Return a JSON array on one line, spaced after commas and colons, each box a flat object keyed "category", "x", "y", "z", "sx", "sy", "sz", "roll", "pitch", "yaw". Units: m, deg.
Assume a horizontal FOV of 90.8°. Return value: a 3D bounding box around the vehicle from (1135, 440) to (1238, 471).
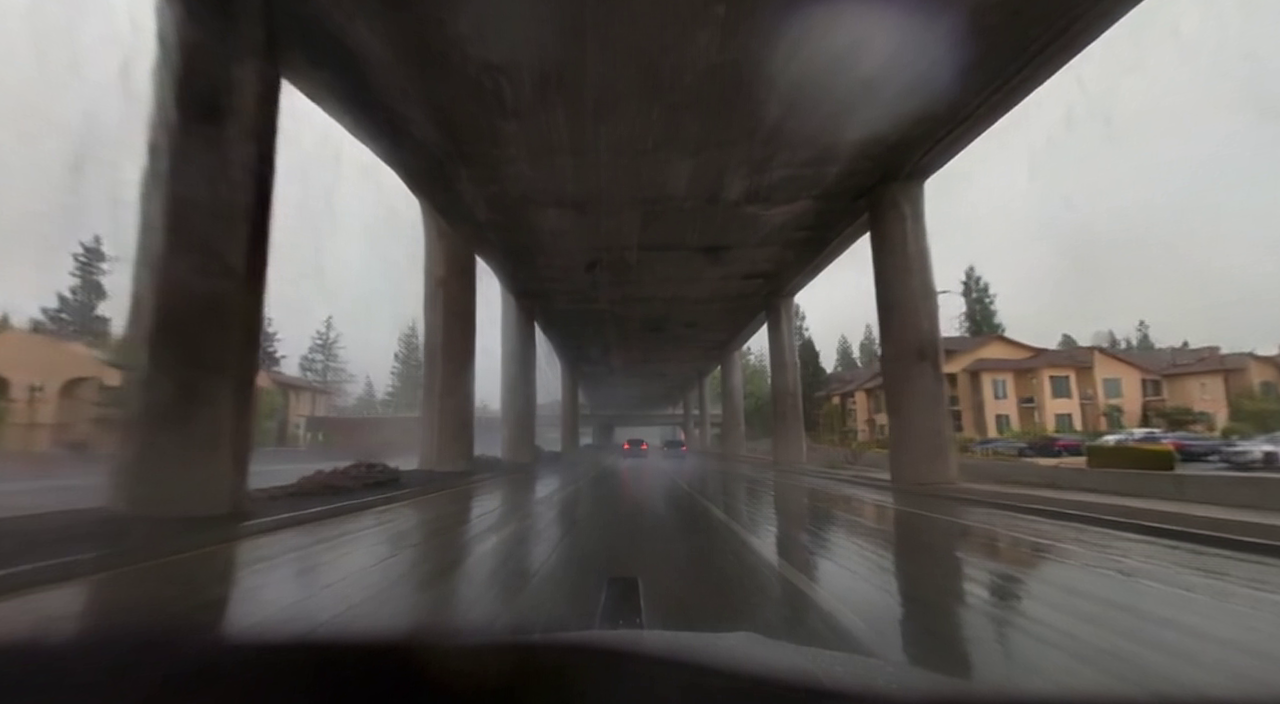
[{"category": "vehicle", "x": 33.672, "y": 6.356, "z": 39.001, "sx": 4.571, "sy": 1.685, "sz": 2.006, "roll": -1, "pitch": -9, "yaw": -4}]
